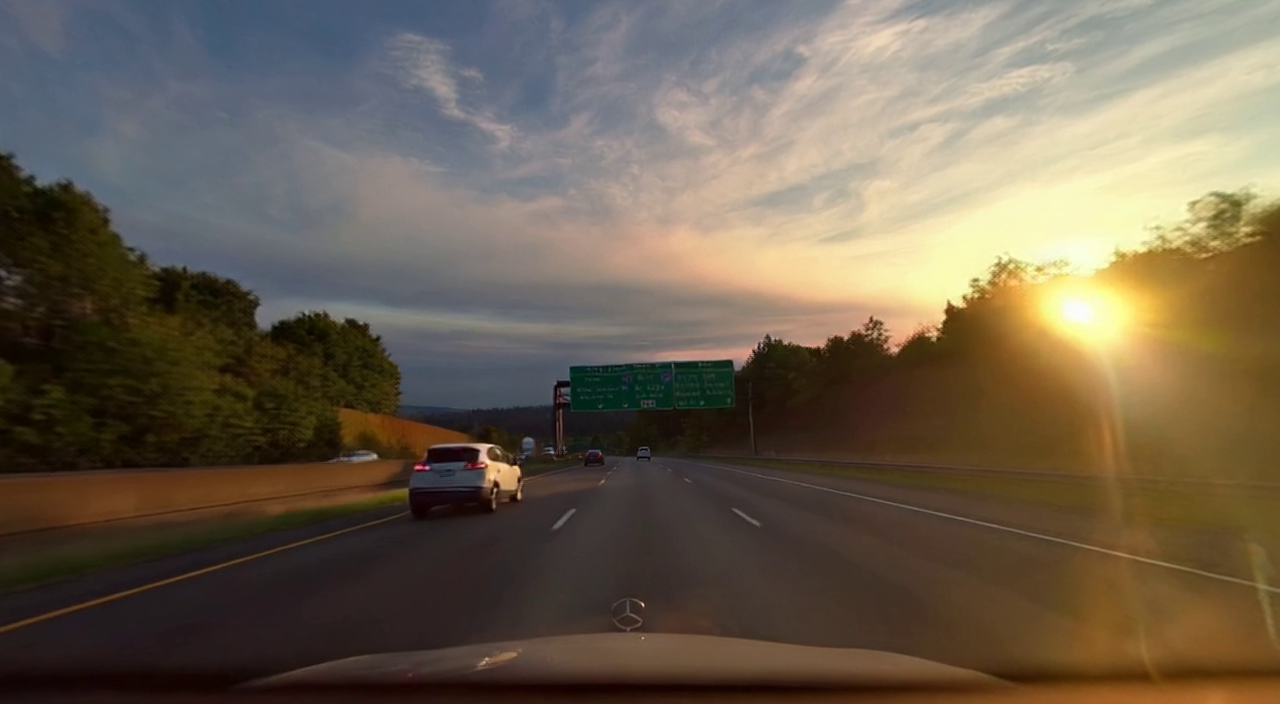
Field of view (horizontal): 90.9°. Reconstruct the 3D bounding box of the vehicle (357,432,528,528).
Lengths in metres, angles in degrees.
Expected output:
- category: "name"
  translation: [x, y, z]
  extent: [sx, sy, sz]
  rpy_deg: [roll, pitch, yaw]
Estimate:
- category: "vehicle"
  translation: [-3.710, 2.500, 12.854]
  extent: [2.028, 1.584, 4.481]
  rpy_deg: [0, -9, 0]
